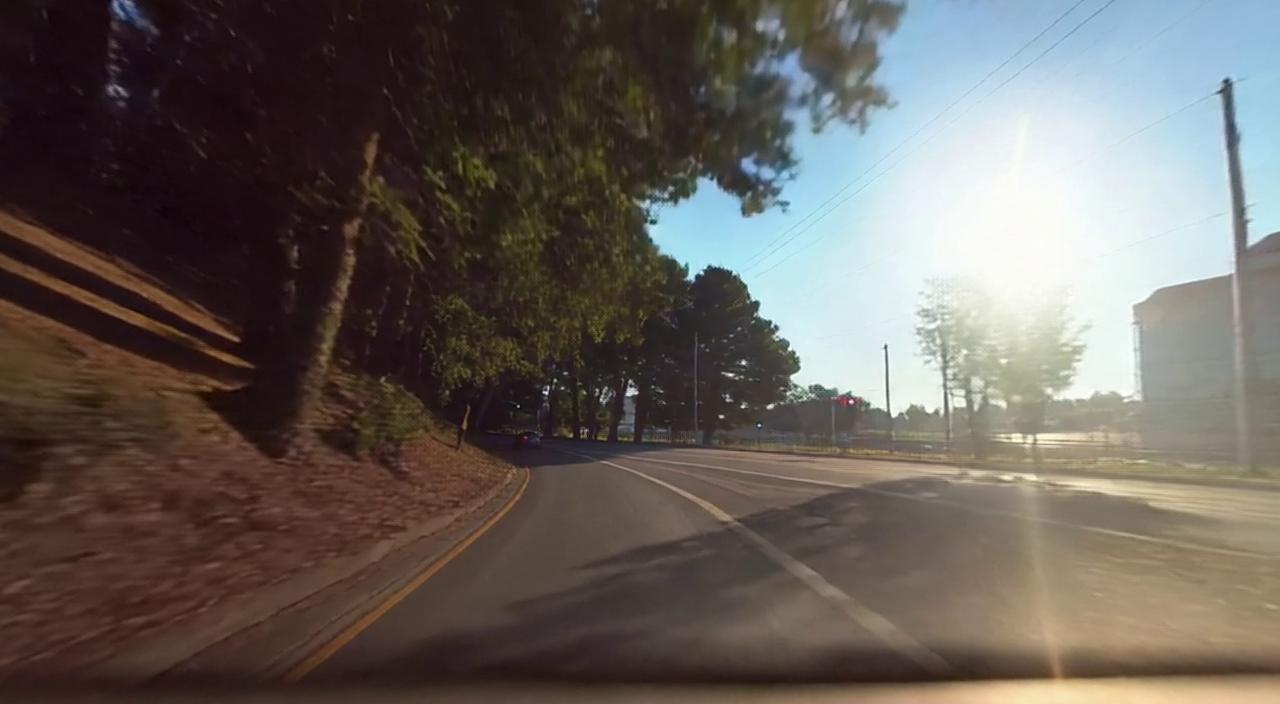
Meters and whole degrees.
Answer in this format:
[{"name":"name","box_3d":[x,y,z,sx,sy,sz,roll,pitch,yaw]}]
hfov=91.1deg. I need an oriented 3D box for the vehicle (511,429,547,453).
[{"name":"vehicle","box_3d":[-8.255,6.577,46.317,1.947,1.729,4.051,3,-9,-19]}]
